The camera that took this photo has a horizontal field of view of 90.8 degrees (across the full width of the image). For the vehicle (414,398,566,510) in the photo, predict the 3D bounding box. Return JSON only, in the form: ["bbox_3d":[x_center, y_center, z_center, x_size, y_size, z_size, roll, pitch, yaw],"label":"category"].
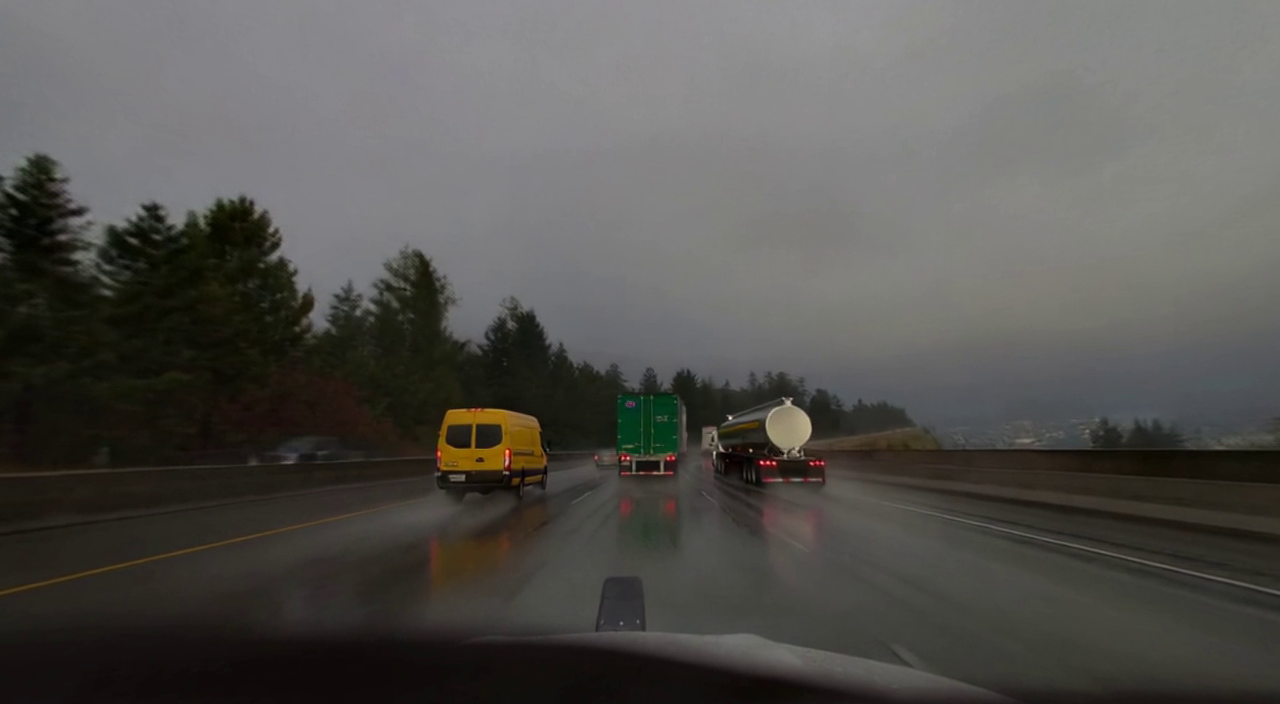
[{"bbox_3d":[-3.845,2.848,17.777,2.525,2.572,6.260,0,-9,2],"label":"vehicle"}]

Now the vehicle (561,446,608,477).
[{"bbox_3d":[-3.172,6.354,36.862,2.134,1.652,4.439,-1,-9,3],"label":"vehicle"}]

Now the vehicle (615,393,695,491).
[{"bbox_3d":[0.337,3.962,27.271,2.773,3.455,9.118,0,-9,-3],"label":"vehicle"}]

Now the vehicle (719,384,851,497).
[{"bbox_3d":[5.207,3.618,25.398,2.706,3.500,11.483,0,-9,1],"label":"vehicle"}]
